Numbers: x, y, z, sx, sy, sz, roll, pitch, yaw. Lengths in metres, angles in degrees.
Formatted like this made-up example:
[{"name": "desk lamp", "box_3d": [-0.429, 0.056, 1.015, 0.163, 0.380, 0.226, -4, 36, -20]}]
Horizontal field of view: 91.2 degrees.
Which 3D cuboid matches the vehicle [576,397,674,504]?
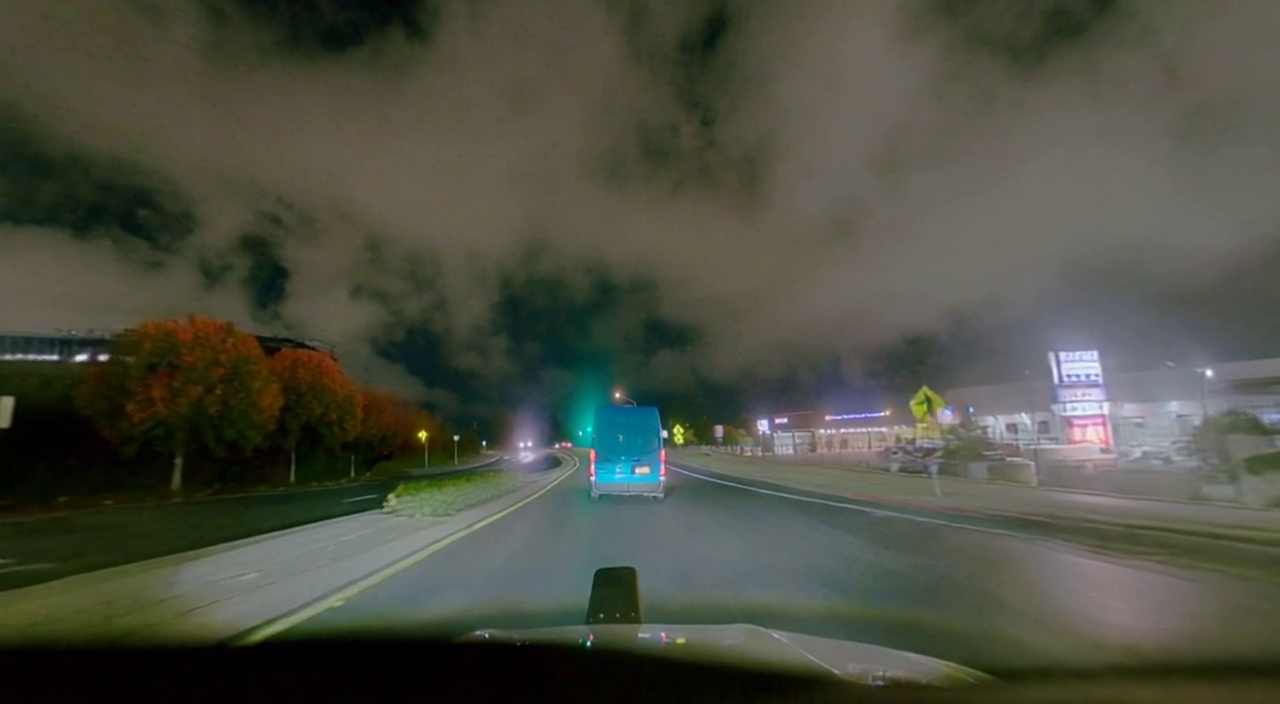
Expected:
[{"name": "vehicle", "box_3d": [-0.597, 2.879, 18.467, 2.432, 2.624, 5.670, 0, -9, -4]}]
